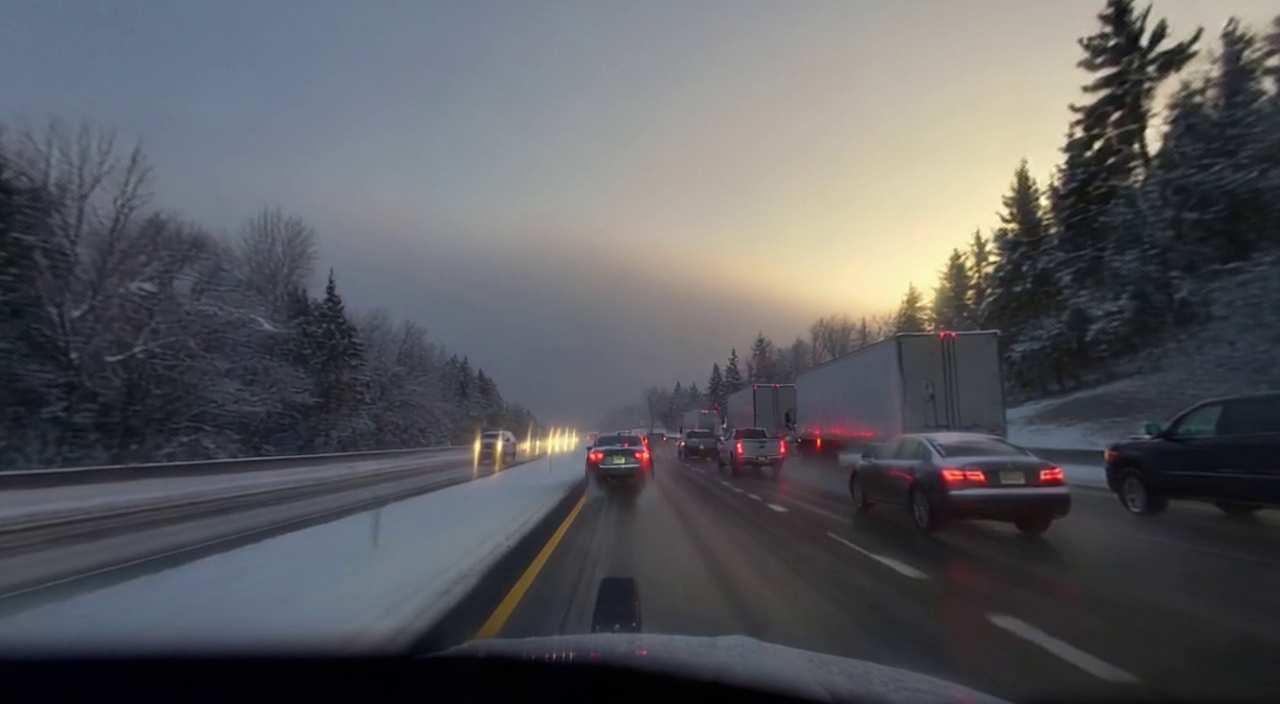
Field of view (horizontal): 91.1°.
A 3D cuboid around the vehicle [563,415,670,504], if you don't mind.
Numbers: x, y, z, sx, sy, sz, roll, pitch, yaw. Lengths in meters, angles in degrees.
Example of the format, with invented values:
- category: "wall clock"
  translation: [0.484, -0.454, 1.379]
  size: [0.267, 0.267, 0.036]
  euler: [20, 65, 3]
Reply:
- category: "vehicle"
  translation: [-0.478, 2.400, 14.553]
  size: [2.087, 1.709, 4.455]
  euler: [0, -8, -1]

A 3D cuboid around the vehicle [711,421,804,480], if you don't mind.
- category: "vehicle"
  translation: [3.647, 3.137, 20.347]
  size: [2.147, 1.707, 3.963]
  euler: [0, -8, -2]

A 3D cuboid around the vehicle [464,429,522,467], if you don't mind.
- category: "vehicle"
  translation: [-8.448, 5.529, 36.561]
  size: [2.203, 2.043, 5.050]
  euler: [0, -8, -1]

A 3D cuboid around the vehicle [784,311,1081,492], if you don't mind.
- category: "vehicle"
  translation: [8.202, 2.040, 21.294]
  size: [2.908, 4.099, 14.103]
  euler: [0, -8, -2]

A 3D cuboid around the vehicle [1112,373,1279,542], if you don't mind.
- category: "vehicle"
  translation: [8.594, 1.261, 7.538]
  size: [2.116, 1.965, 4.691]
  euler: [0, -8, -1]

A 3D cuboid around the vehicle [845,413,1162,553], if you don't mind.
- category: "vehicle"
  translation: [4.664, 1.711, 8.971]
  size: [2.040, 1.523, 4.068]
  euler: [0, -8, -1]
